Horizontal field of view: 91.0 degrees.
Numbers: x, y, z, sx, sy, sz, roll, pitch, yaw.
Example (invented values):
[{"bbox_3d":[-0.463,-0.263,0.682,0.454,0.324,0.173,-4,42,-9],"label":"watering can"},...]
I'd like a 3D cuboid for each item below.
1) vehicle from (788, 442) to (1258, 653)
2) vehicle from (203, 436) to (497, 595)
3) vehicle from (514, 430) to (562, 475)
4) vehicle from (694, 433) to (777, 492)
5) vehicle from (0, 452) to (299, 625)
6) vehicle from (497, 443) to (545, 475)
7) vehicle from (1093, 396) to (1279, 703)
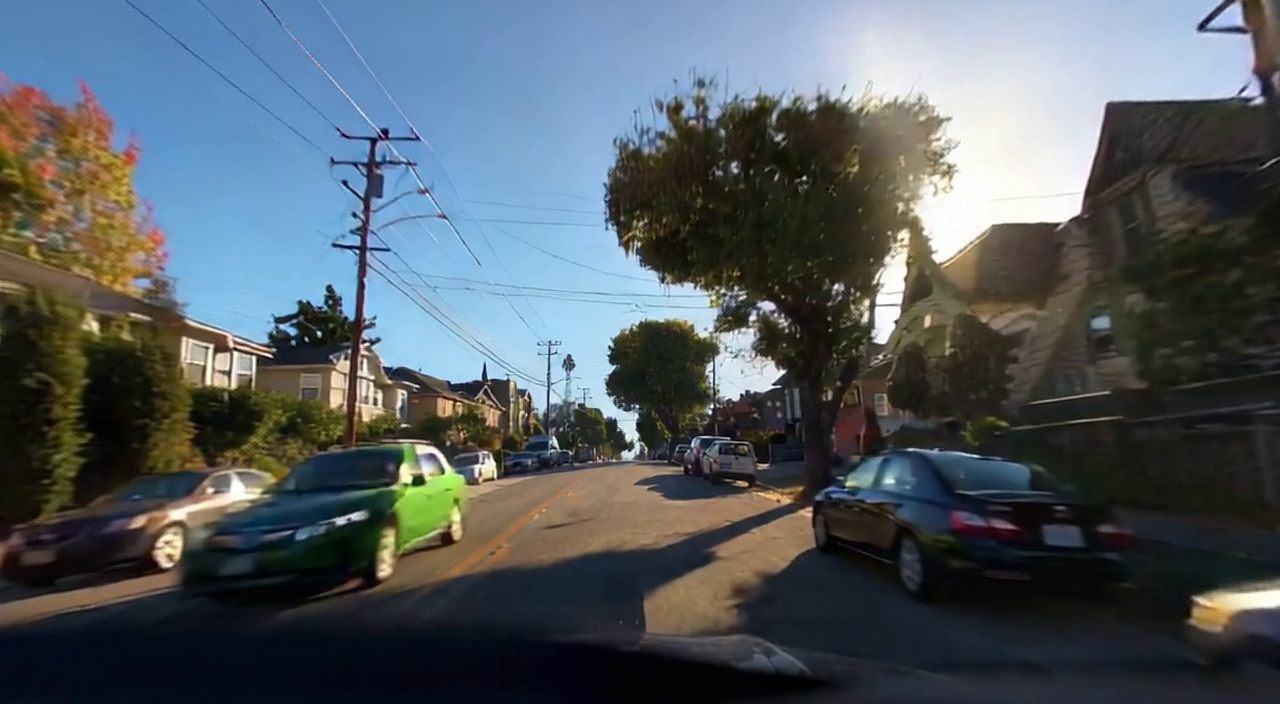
[{"bbox_3d":[3.260,1.737,6.813,1.990,1.447,4.682,0,-9,-2],"label":"vehicle"},{"bbox_3d":[-3.320,1.927,8.281,1.929,1.535,4.075,0,-9,0],"label":"vehicle"},{"bbox_3d":[-7.202,7.098,45.029,2.508,2.712,5.809,0,-5,-1],"label":"vehicle"},{"bbox_3d":[3.119,3.753,21.637,2.013,1.775,4.570,0,-9,-1],"label":"vehicle"},{"bbox_3d":[-6.728,2.211,8.391,1.936,1.528,4.620,-3,-8,-2],"label":"vehicle"},{"bbox_3d":[-7.121,6.392,37.979,2.027,1.563,4.594,-2,-6,0],"label":"vehicle"},{"bbox_3d":[3.103,0.698,0.666,1.869,1.531,4.383,0,-9,-2],"label":"vehicle"}]
